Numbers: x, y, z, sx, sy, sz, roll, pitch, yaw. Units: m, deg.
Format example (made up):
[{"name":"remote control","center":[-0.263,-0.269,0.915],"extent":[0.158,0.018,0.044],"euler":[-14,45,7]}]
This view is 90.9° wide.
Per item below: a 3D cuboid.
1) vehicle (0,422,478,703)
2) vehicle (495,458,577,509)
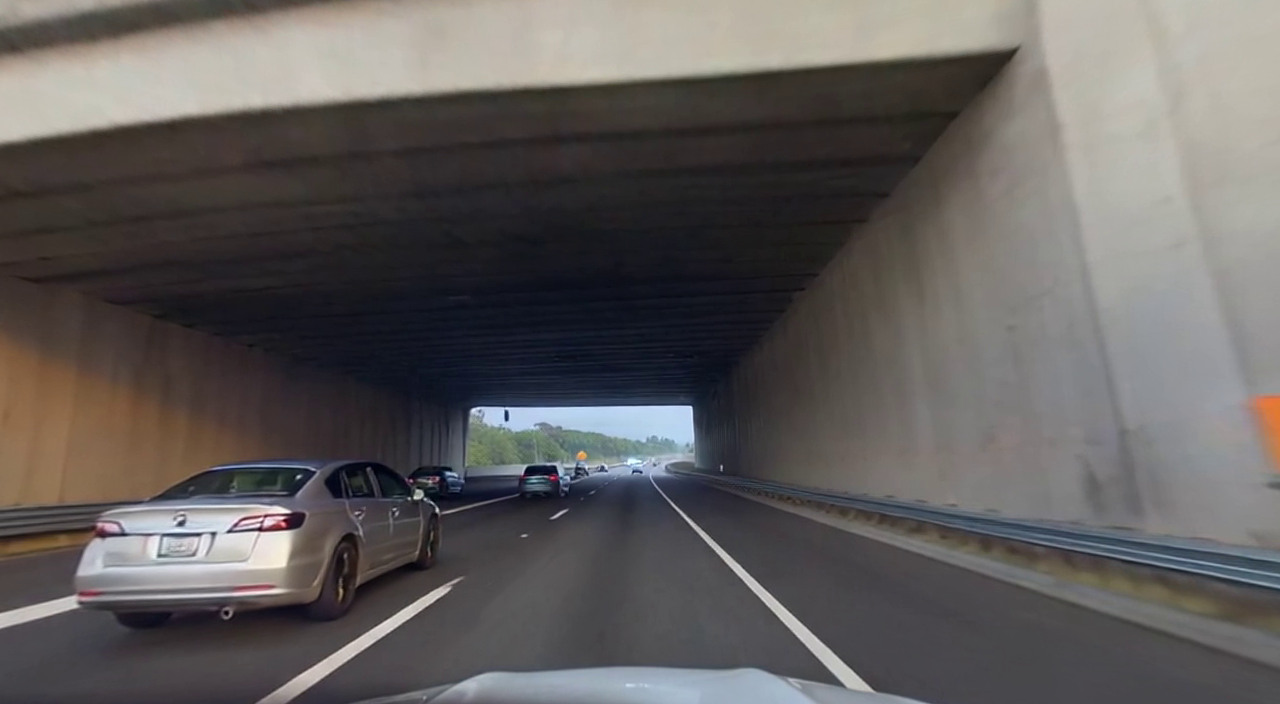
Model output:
[{"name":"vehicle","center":[-3.213,1.581,5.792],"extent":[2.023,1.507,5.082],"euler":[1,-10,1]},{"name":"vehicle","center":[-3.298,4.279,20.707],"extent":[1.992,1.466,3.690],"euler":[1,-10,1]}]
